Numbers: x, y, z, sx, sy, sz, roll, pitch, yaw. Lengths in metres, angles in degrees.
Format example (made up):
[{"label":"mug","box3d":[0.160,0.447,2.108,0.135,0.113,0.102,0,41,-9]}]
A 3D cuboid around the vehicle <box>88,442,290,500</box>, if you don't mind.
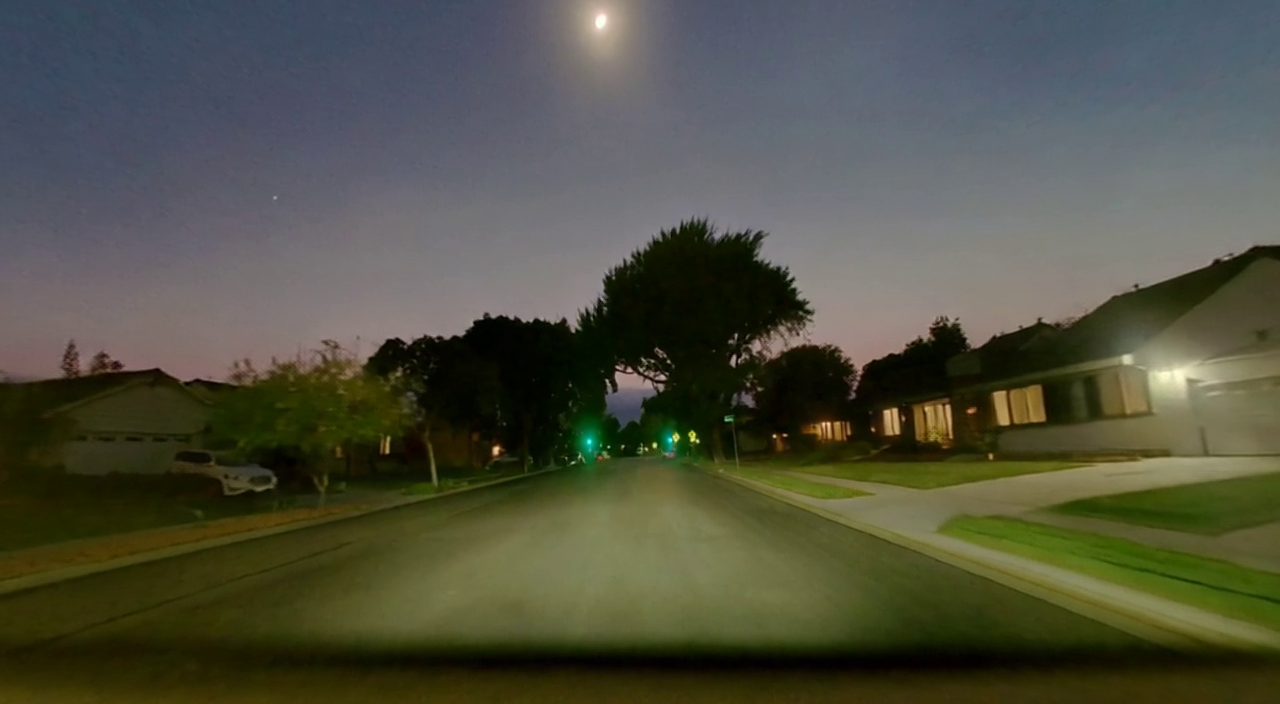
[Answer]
[{"label":"vehicle","box3d":[-13.869,3.671,19.569,4.850,1.676,1.920,-1,-9,3]}]
